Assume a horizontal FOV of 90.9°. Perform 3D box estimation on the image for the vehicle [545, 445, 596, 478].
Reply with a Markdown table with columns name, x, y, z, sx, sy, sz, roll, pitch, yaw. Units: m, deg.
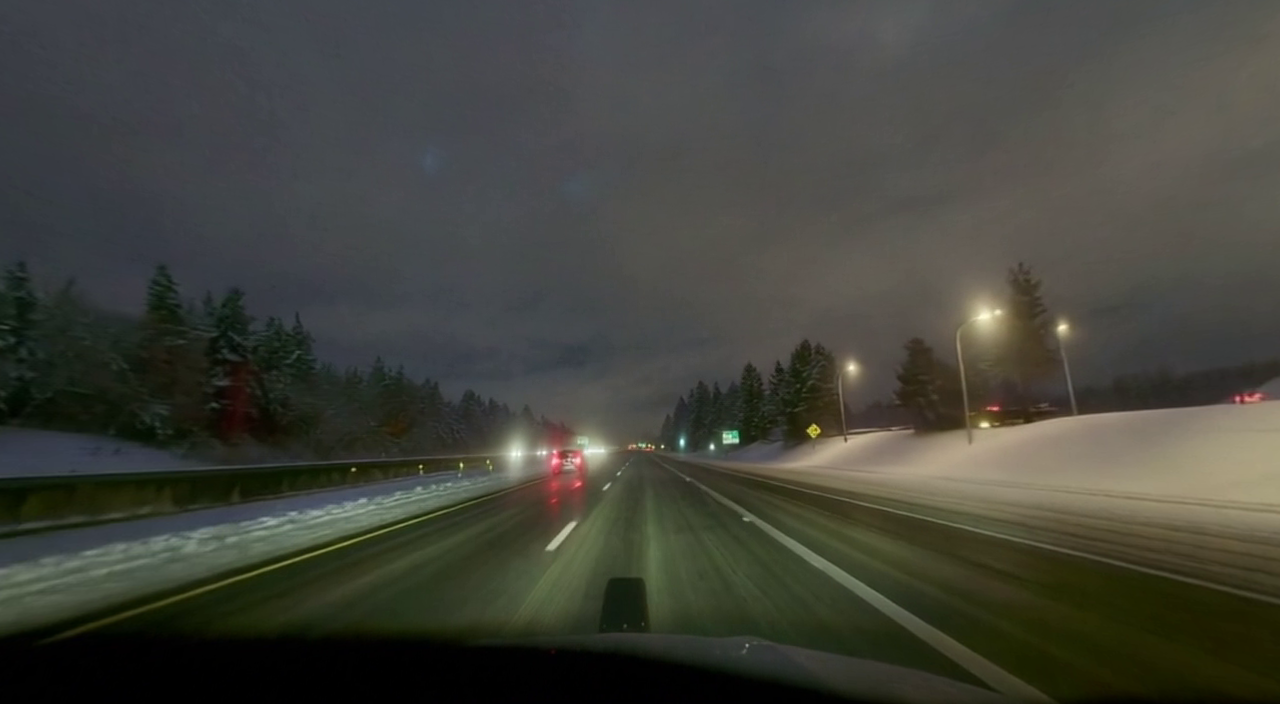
| name | x | y | z | sx | sy | sz | roll | pitch | yaw |
| --- | --- | --- | --- | --- | --- | --- | --- | --- | --- |
| vehicle | -3.499 | 5.587 | 32.441 | 2.021 | 1.526 | 4.385 | 0 | -8 | 1 |

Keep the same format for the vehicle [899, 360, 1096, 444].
| name | x | y | z | sx | sy | sz | roll | pitch | yaw |
| --- | --- | --- | --- | --- | --- | --- | --- | --- | --- |
| vehicle | 21.049 | 3.606 | 39.231 | 3.077 | 4.132 | 15.370 | 0 | -9 | -1 |
